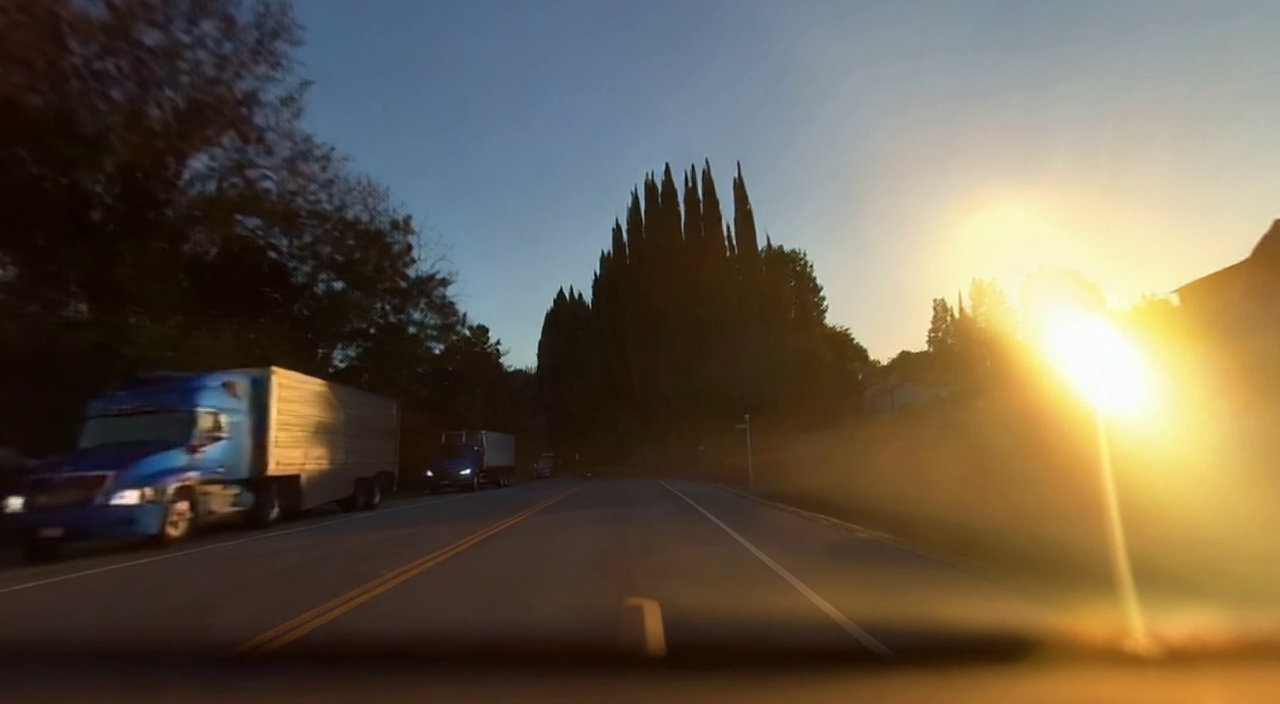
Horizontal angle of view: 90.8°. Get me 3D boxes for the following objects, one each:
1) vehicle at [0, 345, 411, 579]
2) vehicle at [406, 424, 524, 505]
[{"bbox_3d":[-8.274,2.175,14.024,2.788,3.365,9.652,0,-7,0],"label":"vehicle"},{"bbox_3d":[-8.357,5.368,31.946,2.905,3.359,10.168,0,-6,1],"label":"vehicle"}]
